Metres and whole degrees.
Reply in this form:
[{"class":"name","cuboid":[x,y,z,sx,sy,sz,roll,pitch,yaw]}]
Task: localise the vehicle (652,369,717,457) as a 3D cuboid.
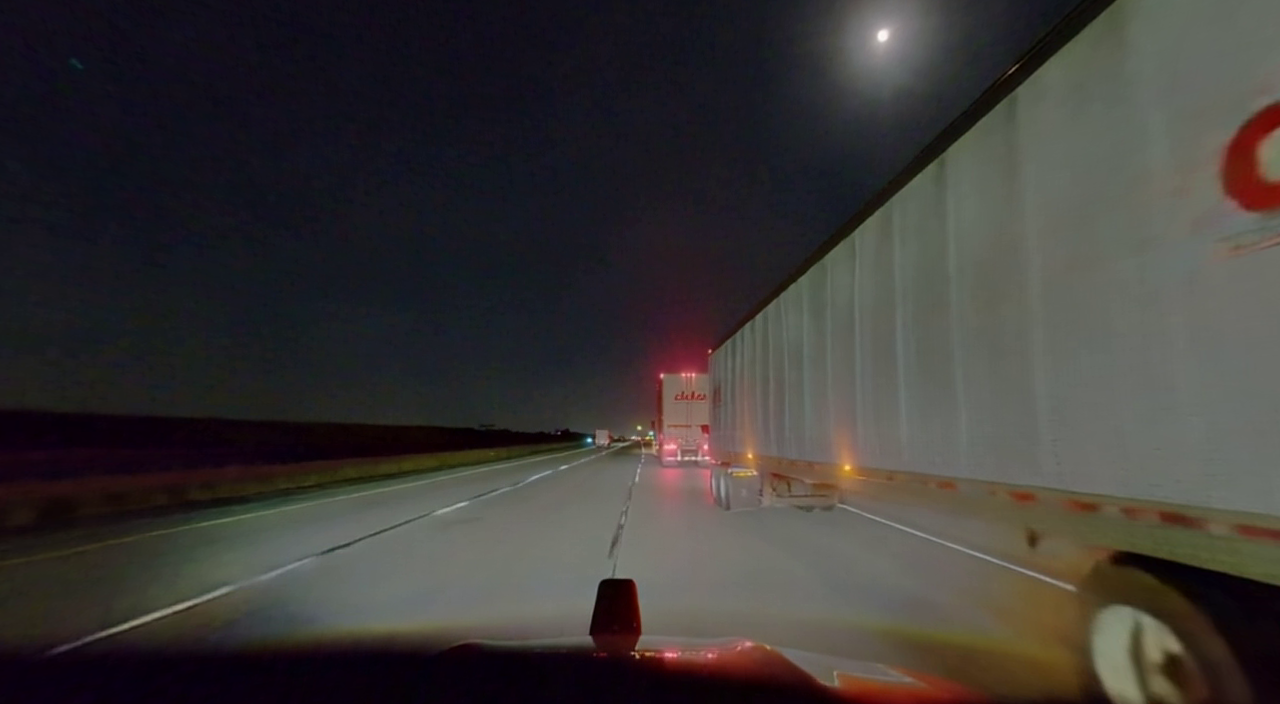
[{"class":"vehicle","cuboid":[2.254,3.905,37.546,3.034,4.194,14.704,0,-8,1]}]
